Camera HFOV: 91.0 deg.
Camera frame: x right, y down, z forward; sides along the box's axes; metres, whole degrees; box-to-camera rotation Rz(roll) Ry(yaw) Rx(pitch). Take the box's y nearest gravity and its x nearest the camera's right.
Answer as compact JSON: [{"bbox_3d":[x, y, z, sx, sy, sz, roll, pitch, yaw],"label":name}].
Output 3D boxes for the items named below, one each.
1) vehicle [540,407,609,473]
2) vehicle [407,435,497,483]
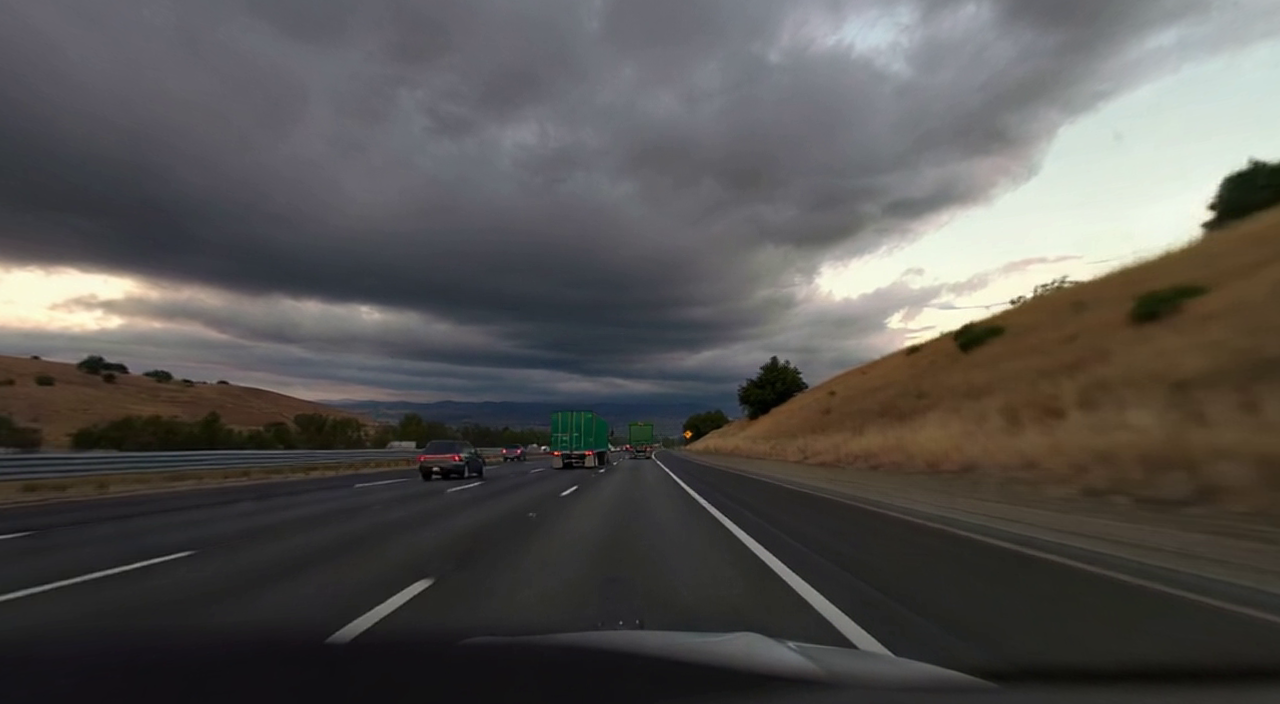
[{"bbox_3d":[-3.561,5.213,36.987,2.789,3.271,10.894,0,-9,0],"label":"vehicle"},{"bbox_3d":[-7.460,4.296,25.579,2.125,1.725,4.715,0,-9,1],"label":"vehicle"}]
